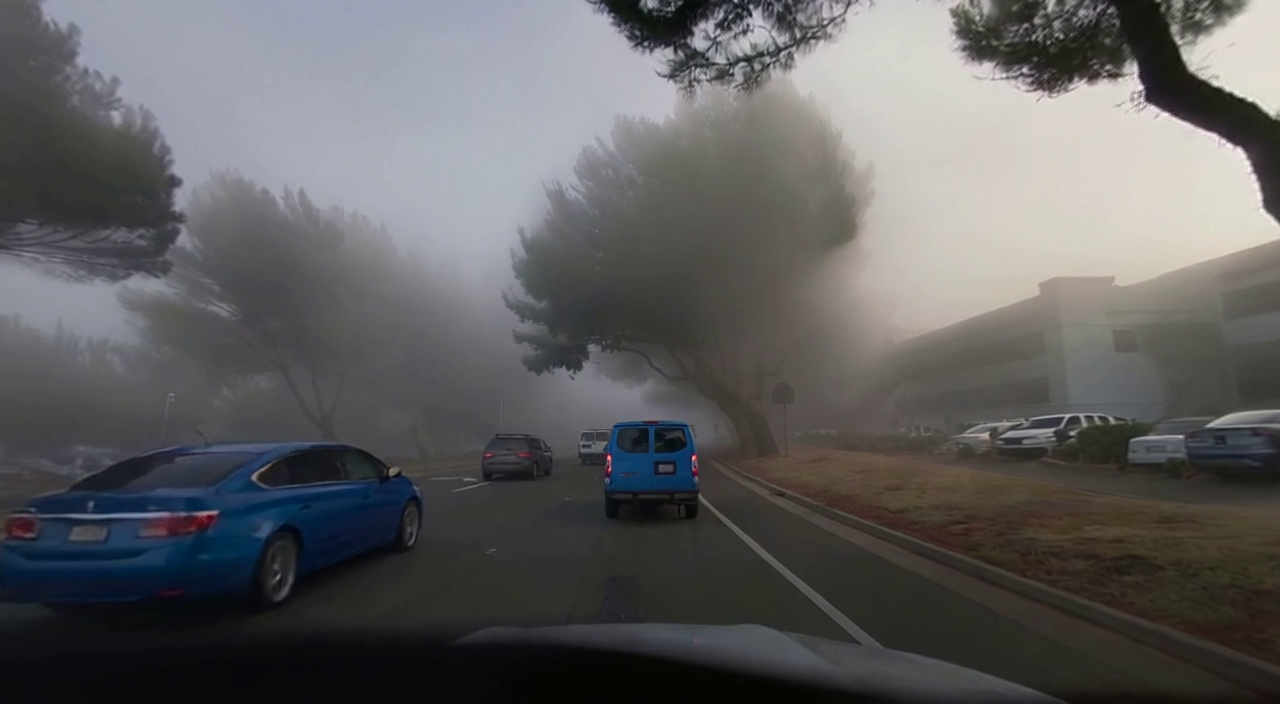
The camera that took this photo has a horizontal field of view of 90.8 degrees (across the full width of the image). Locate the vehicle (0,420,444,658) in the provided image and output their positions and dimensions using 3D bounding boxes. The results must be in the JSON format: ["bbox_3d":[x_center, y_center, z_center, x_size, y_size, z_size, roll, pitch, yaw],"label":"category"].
[{"bbox_3d":[-3.901,1.530,6.445,1.991,1.459,4.813,-1,-9,4],"label":"vehicle"}]

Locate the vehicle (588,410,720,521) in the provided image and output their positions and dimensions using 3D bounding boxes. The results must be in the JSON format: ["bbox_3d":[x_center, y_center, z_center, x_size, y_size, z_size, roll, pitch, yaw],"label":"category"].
[{"bbox_3d":[0.300,2.198,12.649,2.173,1.830,4.189,0,-9,2],"label":"vehicle"}]

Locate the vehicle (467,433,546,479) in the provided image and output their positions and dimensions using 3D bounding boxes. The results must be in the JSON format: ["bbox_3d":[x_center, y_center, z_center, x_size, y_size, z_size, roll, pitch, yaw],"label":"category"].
[{"bbox_3d":[-5.313,4.211,25.838,2.116,1.714,4.757,0,-8,1],"label":"vehicle"}]
